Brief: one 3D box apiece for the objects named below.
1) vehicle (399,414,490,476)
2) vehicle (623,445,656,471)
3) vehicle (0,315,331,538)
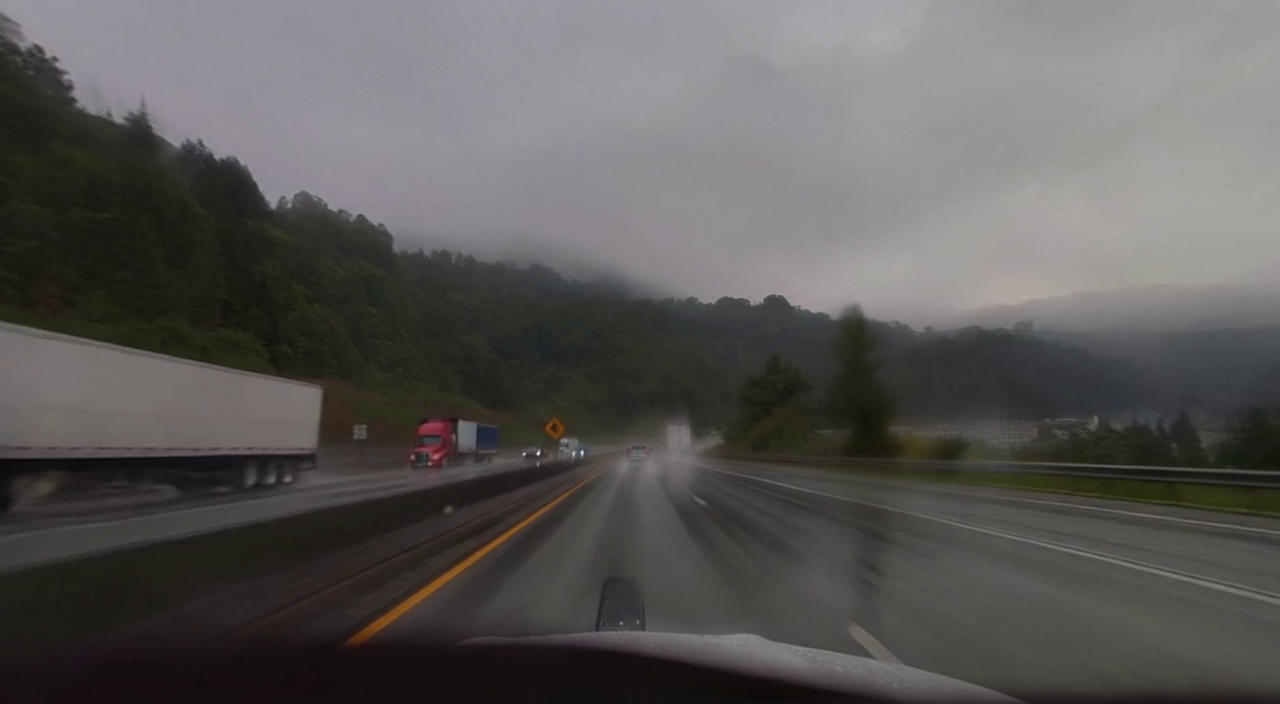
[{"bbox_3d":[-13.111,6.457,43.668,2.919,3.755,10.586,0,-9,0],"label":"vehicle"},{"bbox_3d":[-0.031,7.158,42.908,2.137,1.689,4.051,0,-9,0],"label":"vehicle"},{"bbox_3d":[-12.970,2.068,16.171,2.859,3.965,14.502,0,-9,-1],"label":"vehicle"}]
